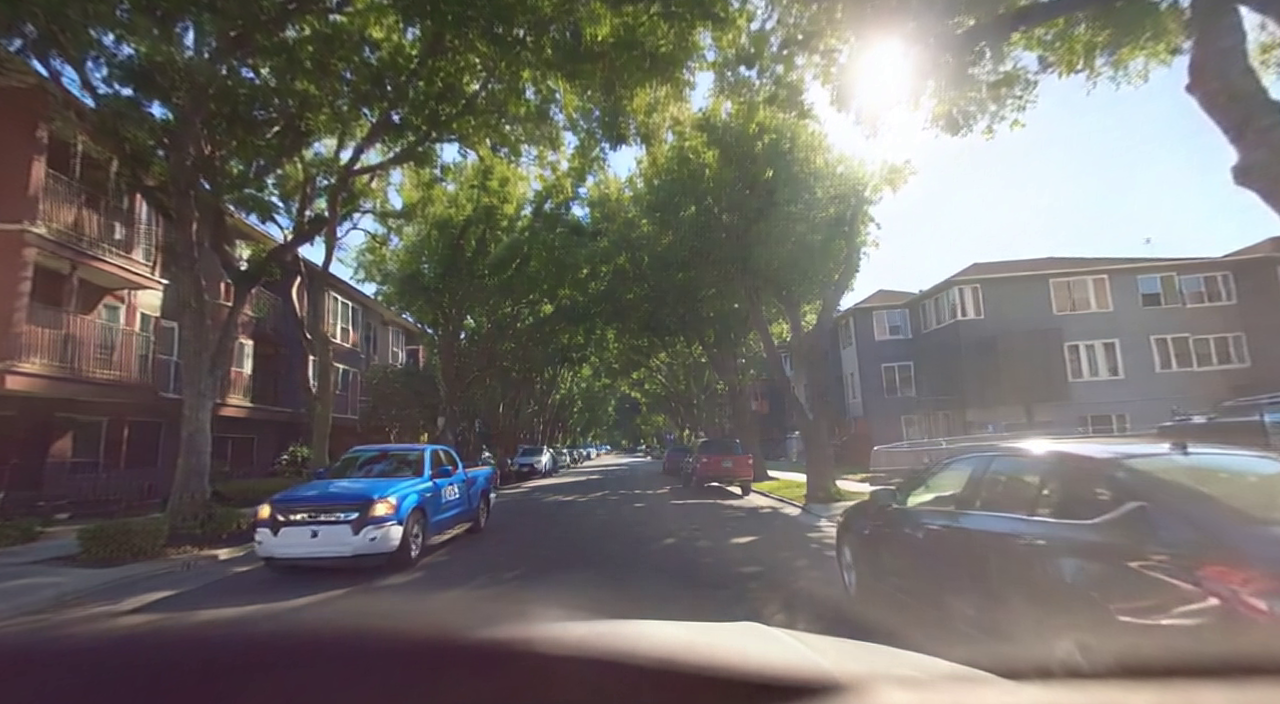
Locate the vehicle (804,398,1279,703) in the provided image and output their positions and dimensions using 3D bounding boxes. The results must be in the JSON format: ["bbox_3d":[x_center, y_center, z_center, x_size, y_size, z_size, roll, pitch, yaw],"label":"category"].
[{"bbox_3d":[2.603,1.145,3.596,1.845,1.479,4.727,0,-8,-3],"label":"vehicle"}]

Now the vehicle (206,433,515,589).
[{"bbox_3d":[-3.231,1.901,8.522,1.966,1.515,4.394,0,-8,3],"label":"vehicle"}]

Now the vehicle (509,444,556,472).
[{"bbox_3d":[-6.411,6.372,38.175,1.959,1.490,4.361,0,-7,1],"label":"vehicle"}]

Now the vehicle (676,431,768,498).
[{"bbox_3d":[2.174,3.115,17.862,1.878,1.664,4.033,0,-8,-3],"label":"vehicle"}]
